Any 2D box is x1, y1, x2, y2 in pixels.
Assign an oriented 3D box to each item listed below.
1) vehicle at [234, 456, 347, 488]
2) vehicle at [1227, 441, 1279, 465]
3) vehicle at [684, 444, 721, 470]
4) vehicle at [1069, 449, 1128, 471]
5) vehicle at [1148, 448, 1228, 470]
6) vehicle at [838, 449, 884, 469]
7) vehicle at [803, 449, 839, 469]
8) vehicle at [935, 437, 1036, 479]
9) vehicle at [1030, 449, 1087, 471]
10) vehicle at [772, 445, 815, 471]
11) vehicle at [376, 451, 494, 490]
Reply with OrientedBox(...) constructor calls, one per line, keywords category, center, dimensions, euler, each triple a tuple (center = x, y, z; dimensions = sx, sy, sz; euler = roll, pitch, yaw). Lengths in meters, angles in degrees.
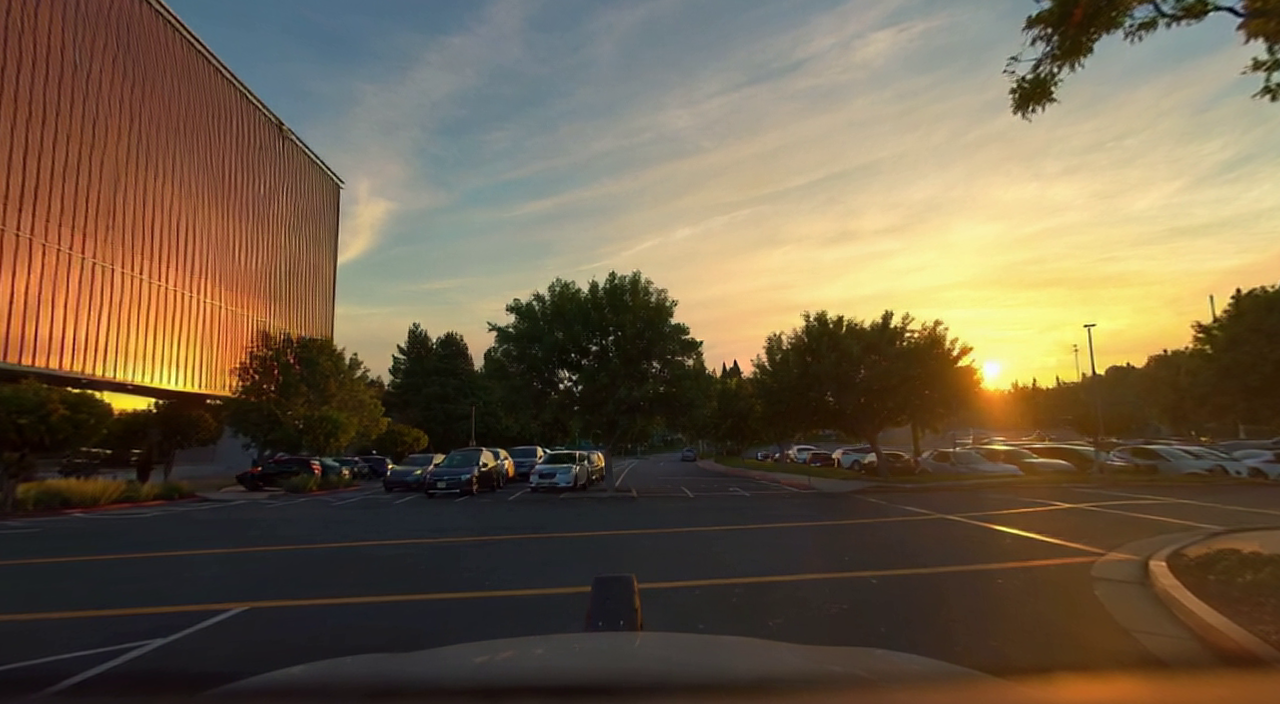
OrientedBox(category="vehicle", center=(-16.708, 5.722, 30.336), dimensions=(4.331, 1.437, 1.876), euler=(0, -9, 3))
OrientedBox(category="vehicle", center=(43.053, 6.892, 43.049), dimensions=(1.758, 1.572, 4.421), euler=(0, -9, 1))
OrientedBox(category="vehicle", center=(4.610, 7.787, 47.218), dimensions=(2.262, 1.794, 5.331), euler=(0, -8, 1))
OrientedBox(category="vehicle", center=(31.322, 7.364, 43.265), dimensions=(1.519, 1.371, 3.278), euler=(0, -9, 0))
OrientedBox(category="vehicle", center=(37.013, 7.197, 42.817), dimensions=(1.678, 1.423, 4.191), euler=(0, -9, 0))
OrientedBox(category="vehicle", center=(17.076, 8.260, 49.005), dimensions=(1.971, 1.478, 4.477), euler=(0, -9, 1))
OrientedBox(category="vehicle", center=(14.178, 8.347, 49.614), dimensions=(1.935, 1.477, 3.719), euler=(0, -9, 3))
OrientedBox(category="vehicle", center=(16.475, 5.064, 30.482), dimensions=(2.048, 1.852, 4.998), euler=(0, -9, 0))
OrientedBox(category="vehicle", center=(28.341, 7.317, 42.910), dimensions=(1.495, 1.371, 3.336), euler=(-1, -9, -1))
OrientedBox(category="vehicle", center=(10.530, 7.267, 43.661), dimensions=(1.936, 1.673, 4.305), euler=(0, -8, 0))
OrientedBox(category="vehicle", center=(-8.701, 4.995, 26.879), dimensions=(4.442, 1.504, 1.809), euler=(5, -10, -28))
